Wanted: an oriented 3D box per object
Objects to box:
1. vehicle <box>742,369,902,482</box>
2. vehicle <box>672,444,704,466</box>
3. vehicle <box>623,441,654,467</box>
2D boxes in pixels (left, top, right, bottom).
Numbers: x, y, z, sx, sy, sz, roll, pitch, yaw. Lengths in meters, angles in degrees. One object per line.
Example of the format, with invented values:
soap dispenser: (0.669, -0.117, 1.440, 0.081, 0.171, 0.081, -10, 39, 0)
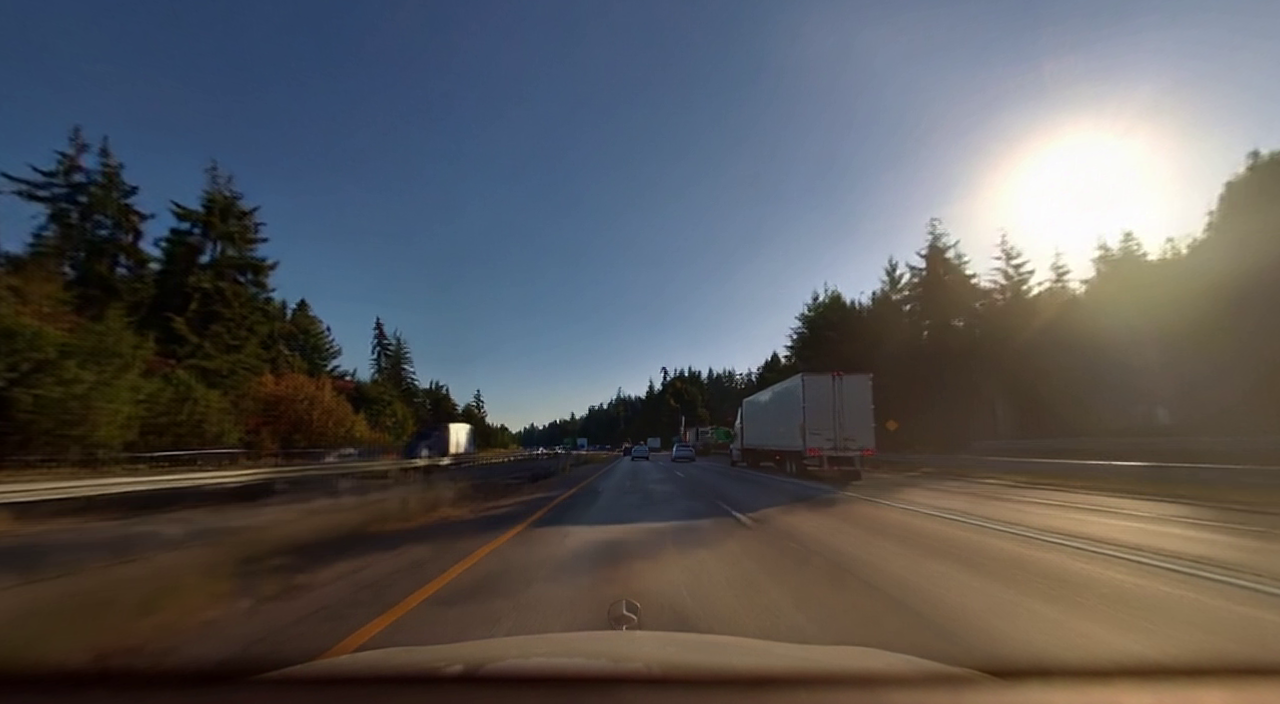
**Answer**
vehicle: (7.716, 3.697, 29.766, 3.044, 4.073, 14.016, 0, -9, -1)
vehicle: (3.597, 7.795, 47.744, 2.025, 1.534, 4.179, 0, -9, -1)
vehicle: (-0.095, 7.414, 45.793, 2.114, 1.706, 4.106, 0, -9, 0)
